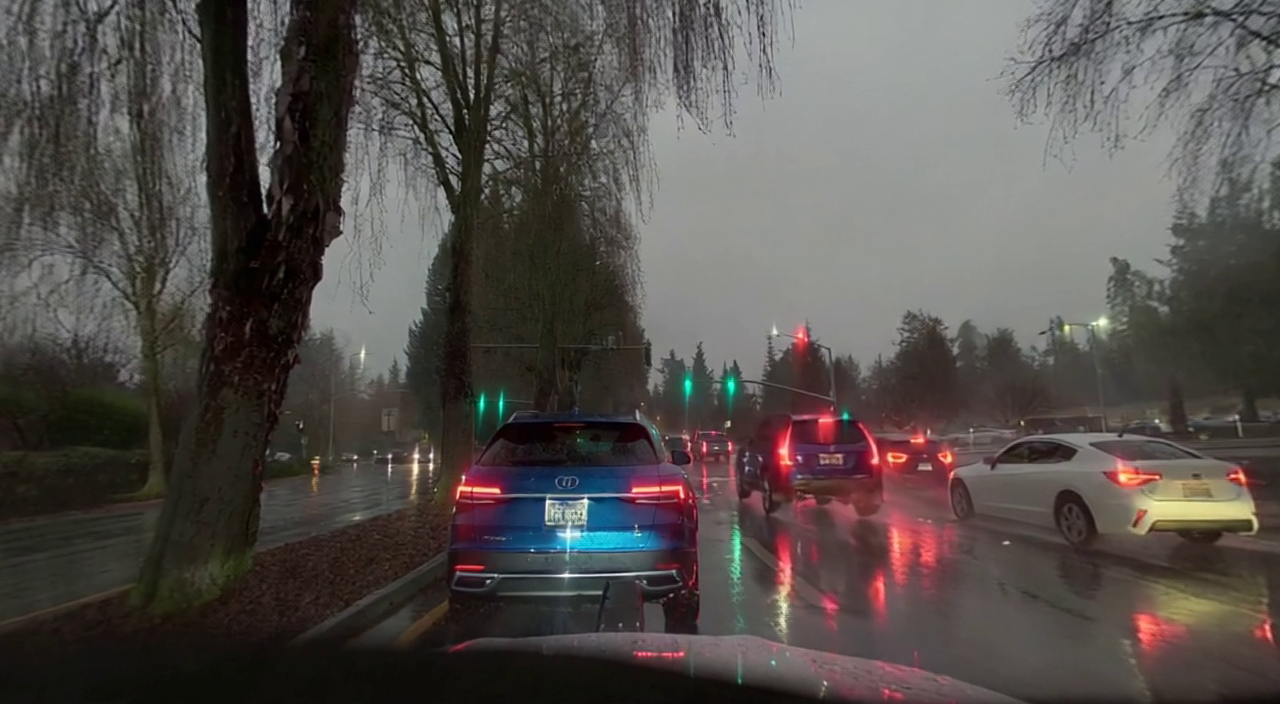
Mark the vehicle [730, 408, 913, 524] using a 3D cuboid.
[{"bbox_3d":[3.364,2.258,12.980,2.200,1.909,4.853,0,-9,-1],"label":"vehicle"}]

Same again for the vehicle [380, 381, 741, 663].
[{"bbox_3d":[-0.429,1.351,6.073,2.201,1.709,4.271,0,-9,2],"label":"vehicle"}]

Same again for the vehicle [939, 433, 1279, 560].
[{"bbox_3d":[6.602,2.011,9.605,1.894,1.445,4.565,0,-9,0],"label":"vehicle"}]
